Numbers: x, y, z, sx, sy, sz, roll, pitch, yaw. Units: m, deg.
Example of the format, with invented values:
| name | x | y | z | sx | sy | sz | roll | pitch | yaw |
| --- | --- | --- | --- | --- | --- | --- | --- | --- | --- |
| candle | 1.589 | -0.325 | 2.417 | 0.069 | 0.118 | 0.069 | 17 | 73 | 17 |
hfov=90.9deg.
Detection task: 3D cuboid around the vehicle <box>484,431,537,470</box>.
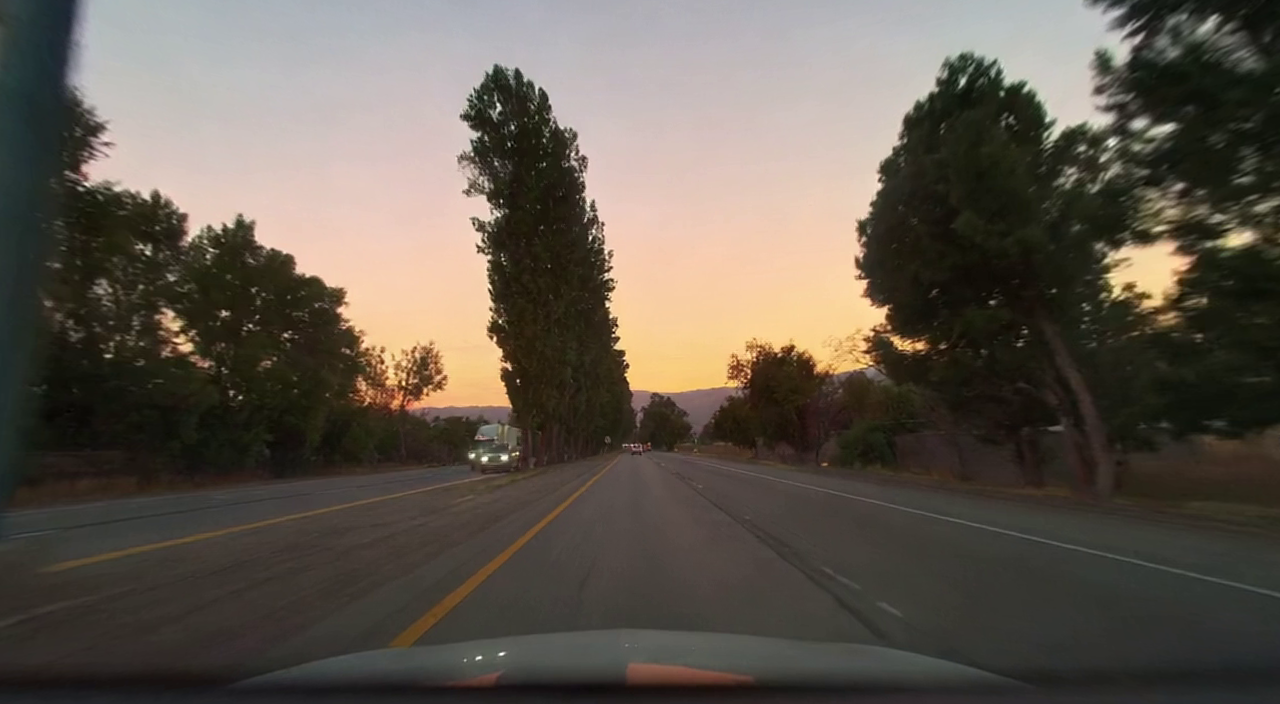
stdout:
| name | x | y | z | sx | sy | sz | roll | pitch | yaw |
| --- | --- | --- | --- | --- | --- | --- | --- | --- | --- |
| vehicle | -9.277 | 7.132 | 45.839 | 2.233 | 2.593 | 7.395 | 0 | -9 | 0 |
